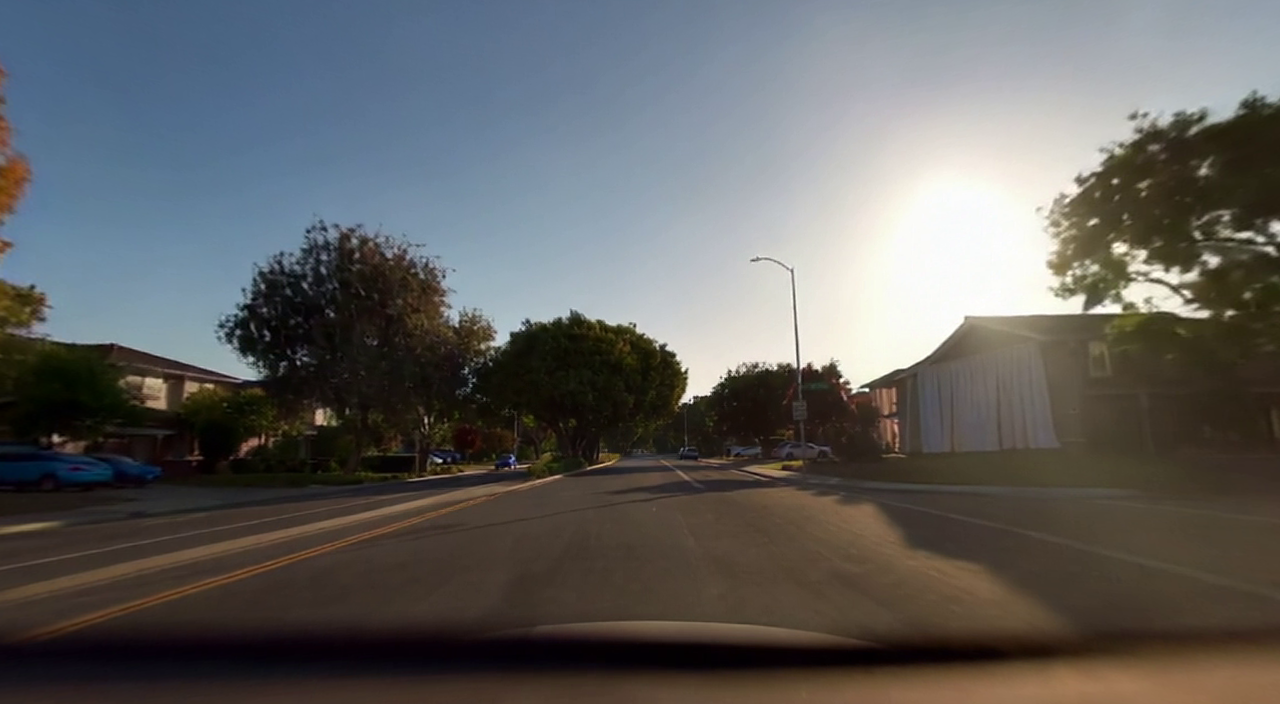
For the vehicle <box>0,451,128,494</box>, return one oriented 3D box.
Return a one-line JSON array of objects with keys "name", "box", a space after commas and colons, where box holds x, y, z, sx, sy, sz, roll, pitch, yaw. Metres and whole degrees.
[{"name": "vehicle", "box": [-22.760, 4.573, 24.111, 4.486, 1.509, 2.189, 0, -8, 1]}]
